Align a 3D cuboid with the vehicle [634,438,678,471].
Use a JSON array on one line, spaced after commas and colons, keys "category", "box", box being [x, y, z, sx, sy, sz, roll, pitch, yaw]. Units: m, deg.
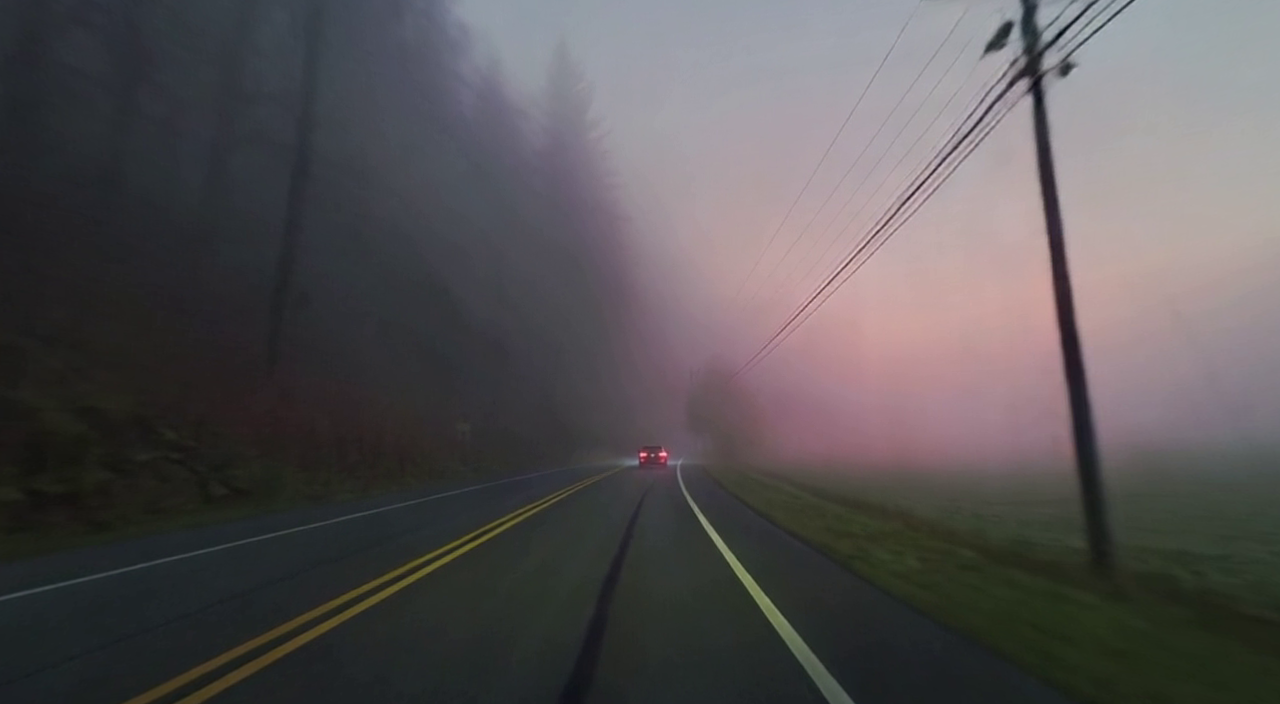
[{"category": "vehicle", "box": [0.841, 5.091, 31.494, 2.059, 1.524, 3.963, -1, -8, 3]}]
